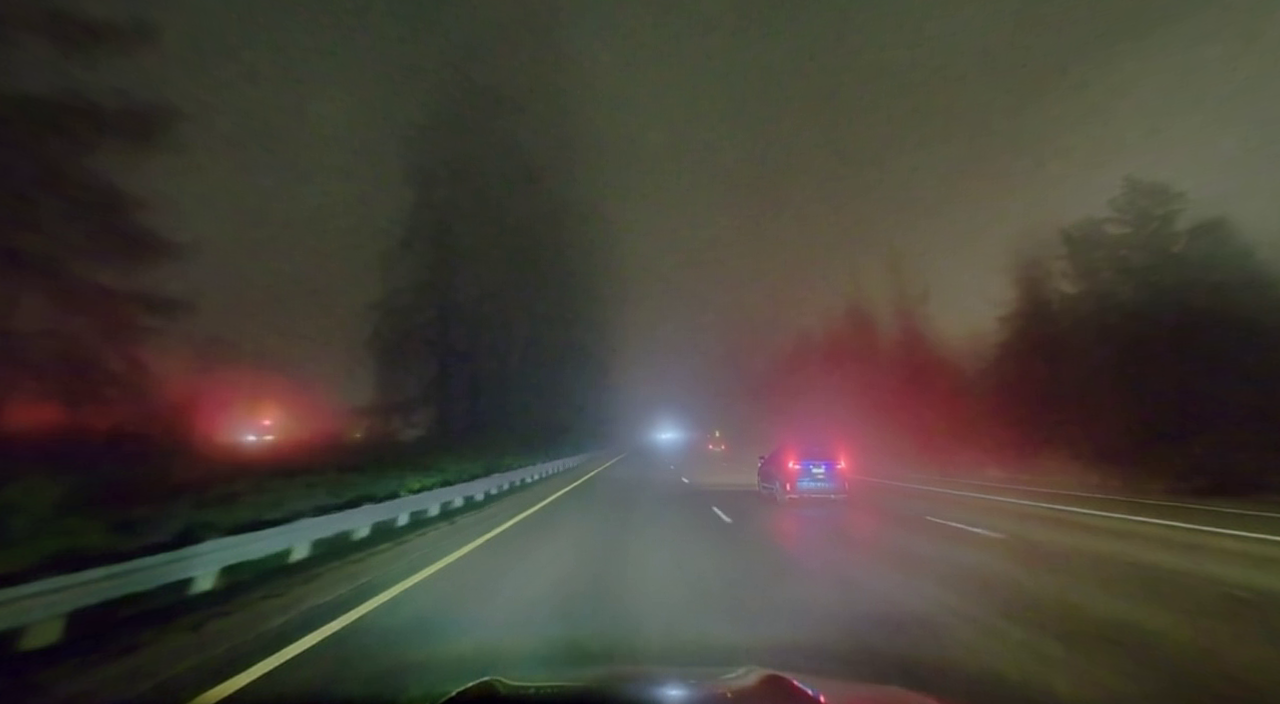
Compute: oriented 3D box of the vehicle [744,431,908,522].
[{"bbox_3d":[3.584,2.474,13.133,2.050,1.546,4.344,0,-8,-1],"label":"vehicle"}]
